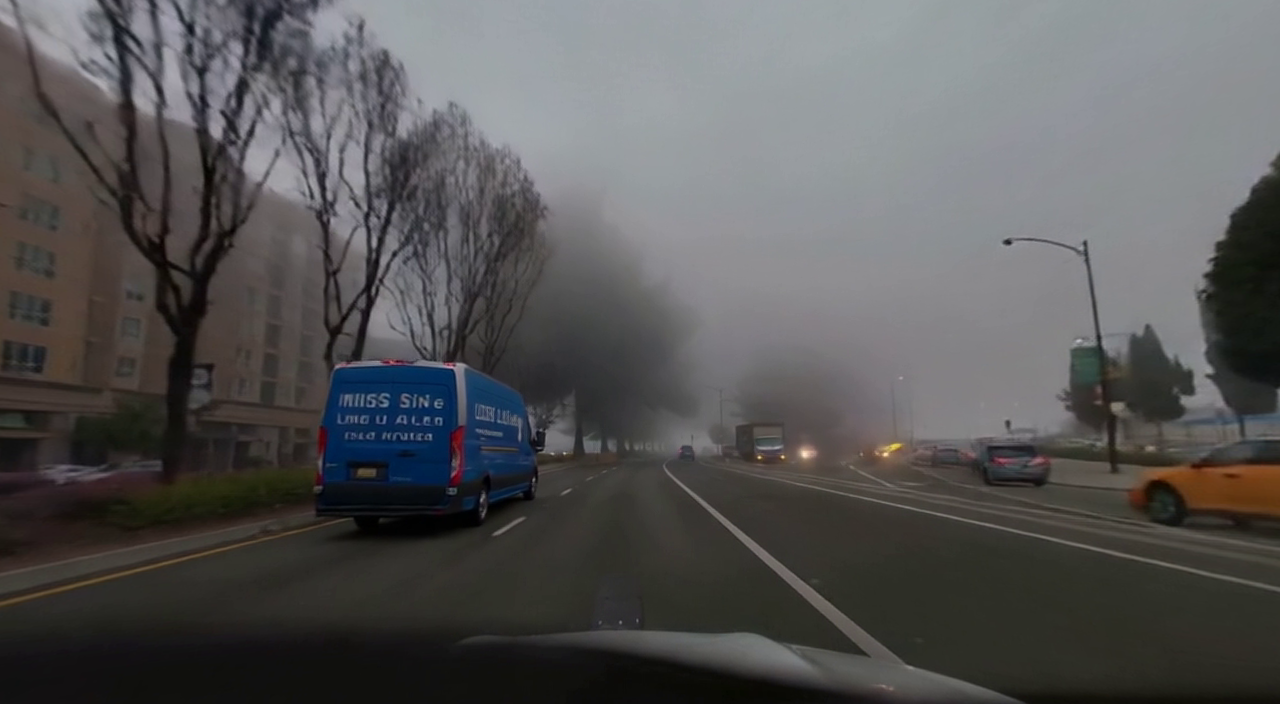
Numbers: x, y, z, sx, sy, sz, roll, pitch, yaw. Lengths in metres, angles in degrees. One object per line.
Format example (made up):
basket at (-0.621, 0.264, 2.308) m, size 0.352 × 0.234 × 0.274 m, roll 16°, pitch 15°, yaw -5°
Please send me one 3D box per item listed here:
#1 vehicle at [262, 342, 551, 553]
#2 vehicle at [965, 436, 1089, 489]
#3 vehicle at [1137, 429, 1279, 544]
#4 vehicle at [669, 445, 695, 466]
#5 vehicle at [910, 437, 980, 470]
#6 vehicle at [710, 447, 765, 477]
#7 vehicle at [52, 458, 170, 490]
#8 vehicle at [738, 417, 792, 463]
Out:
vehicle at (-3.848, 1.886, 12.808) m, size 2.763 × 2.974 × 7.562 m, roll -1°, pitch -8°, yaw 2°
vehicle at (12.070, 3.432, 19.974) m, size 1.627 × 1.493 × 3.508 m, roll 0°, pitch -8°, yaw -1°
vehicle at (9.253, 1.807, 8.683) m, size 1.850 × 1.477 × 3.520 m, roll 0°, pitch -8°, yaw -2°
vehicle at (3.230, 7.994, 48.850) m, size 1.878 × 1.534 × 4.120 m, roll -1°, pitch -8°, yaw 3°
vehicle at (16.927, 5.576, 34.994) m, size 4.333 × 1.698 × 1.959 m, roll 8°, pitch -11°, yaw -43°
vehicle at (5.035, 5.726, 33.281) m, size 2.127 × 1.439 × 5.034 m, roll 0°, pitch -8°, yaw 1°
vehicle at (-28.447, 6.549, 34.231) m, size 1.878 × 1.476 × 4.847 m, roll -2°, pitch -9°, yaw 7°
vehicle at (9.502, 6.819, 48.779) m, size 2.882 × 3.208 × 7.609 m, roll -1°, pitch -8°, yaw 3°
